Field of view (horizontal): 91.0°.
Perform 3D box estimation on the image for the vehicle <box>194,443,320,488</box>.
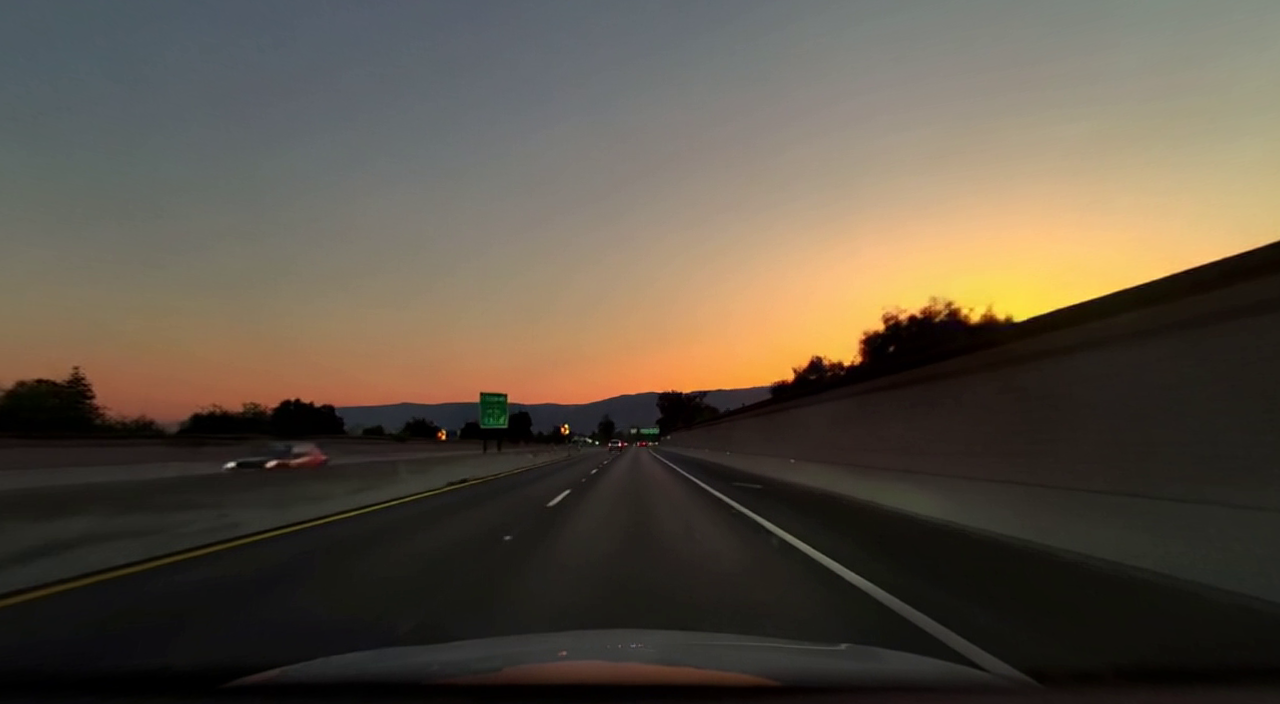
[{"bbox_3d":[-16.122,4.744,26.907,2.164,1.690,5.078,-1,-8,0],"label":"vehicle"}]
